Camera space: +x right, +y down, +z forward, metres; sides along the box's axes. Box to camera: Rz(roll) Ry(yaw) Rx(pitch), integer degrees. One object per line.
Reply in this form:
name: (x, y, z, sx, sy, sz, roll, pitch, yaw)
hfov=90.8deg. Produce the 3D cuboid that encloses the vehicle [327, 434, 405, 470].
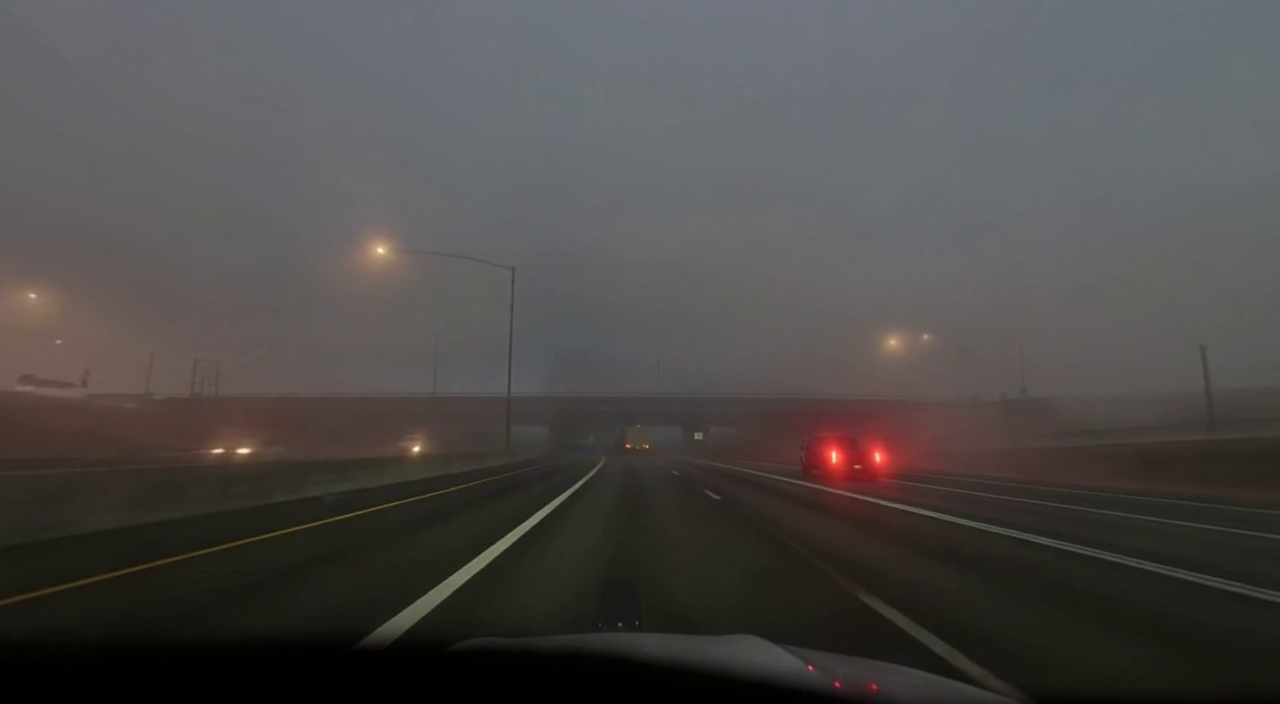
vehicle: (-14.447, 5.302, 33.613, 2.078, 1.773, 4.681, 0, -9, -1)

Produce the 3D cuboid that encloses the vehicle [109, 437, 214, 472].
vehicle: (-26.359, 5.644, 35.032, 2.035, 1.768, 4.852, 0, -9, -1)

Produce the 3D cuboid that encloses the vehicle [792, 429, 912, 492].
vehicle: (6.446, 3.352, 19.865, 2.104, 1.723, 4.538, 0, -9, -2)

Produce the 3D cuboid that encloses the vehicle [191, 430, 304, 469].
vehicle: (-22.582, 5.660, 36.768, 2.733, 2.089, 6.229, 0, -9, -2)
